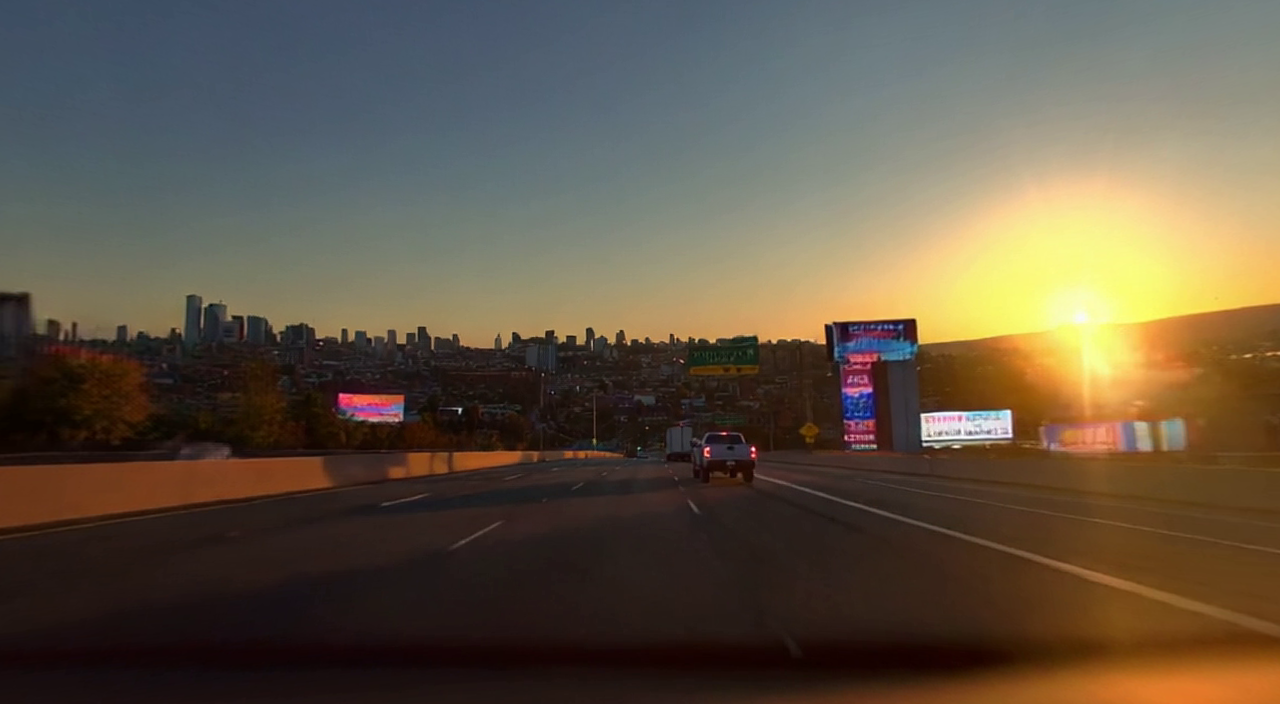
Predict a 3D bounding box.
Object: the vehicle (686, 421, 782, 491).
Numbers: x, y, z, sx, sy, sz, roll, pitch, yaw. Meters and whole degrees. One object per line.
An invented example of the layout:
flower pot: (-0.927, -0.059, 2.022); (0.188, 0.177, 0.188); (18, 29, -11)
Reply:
vehicle: (3.201, 3.783, 23.090); (2.740, 2.157, 6.300); (-1, -9, 2)
